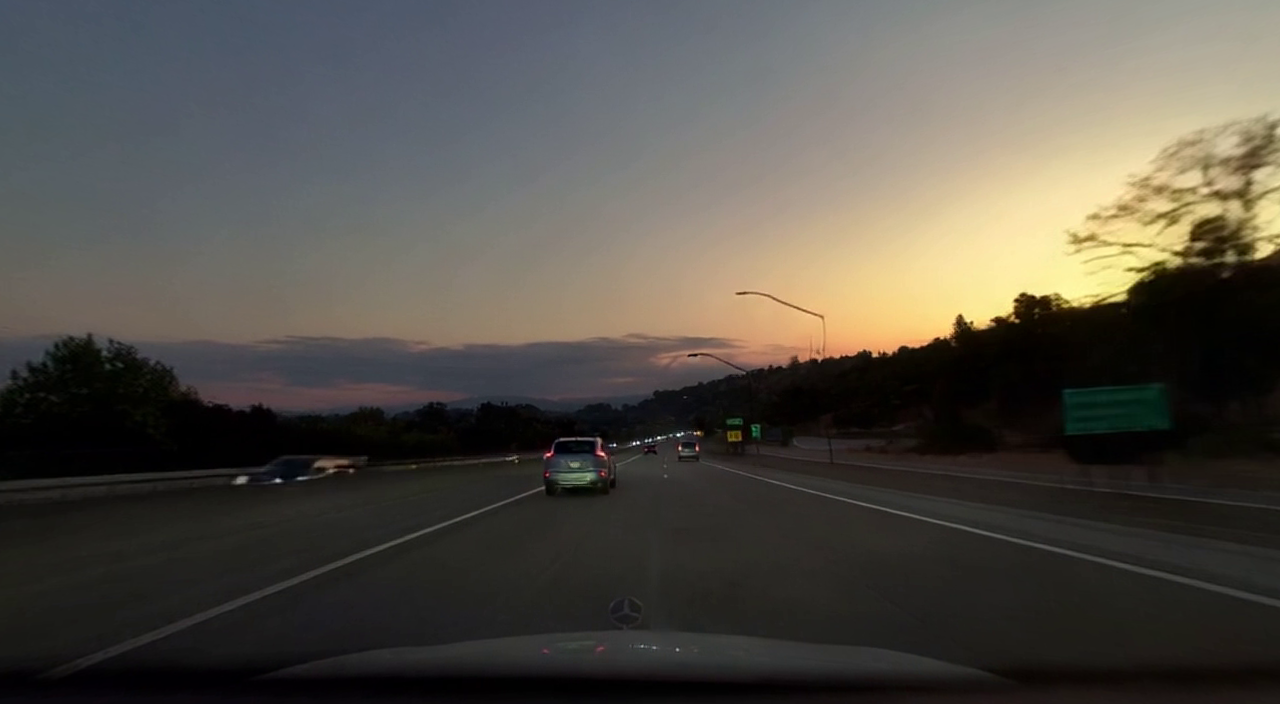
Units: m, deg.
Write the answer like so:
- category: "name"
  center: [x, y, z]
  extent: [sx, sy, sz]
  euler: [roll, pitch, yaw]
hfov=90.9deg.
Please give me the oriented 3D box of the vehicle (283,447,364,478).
- category: "vehicle"
  center: [-18.626, 6.487, 37.410]
  extent: [2.039, 1.710, 5.085]
  euler: [-1, -8, 1]

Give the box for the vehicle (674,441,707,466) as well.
- category: "vehicle"
  center: [3.544, 7.192, 44.890]
  extent: [2.073, 1.621, 3.993]
  euler: [-1, -8, 1]

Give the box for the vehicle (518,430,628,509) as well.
- category: "vehicle"
  center: [-1.526, 2.920, 16.169]
  extent: [2.143, 1.693, 4.513]
  euler: [-1, -8, 2]
